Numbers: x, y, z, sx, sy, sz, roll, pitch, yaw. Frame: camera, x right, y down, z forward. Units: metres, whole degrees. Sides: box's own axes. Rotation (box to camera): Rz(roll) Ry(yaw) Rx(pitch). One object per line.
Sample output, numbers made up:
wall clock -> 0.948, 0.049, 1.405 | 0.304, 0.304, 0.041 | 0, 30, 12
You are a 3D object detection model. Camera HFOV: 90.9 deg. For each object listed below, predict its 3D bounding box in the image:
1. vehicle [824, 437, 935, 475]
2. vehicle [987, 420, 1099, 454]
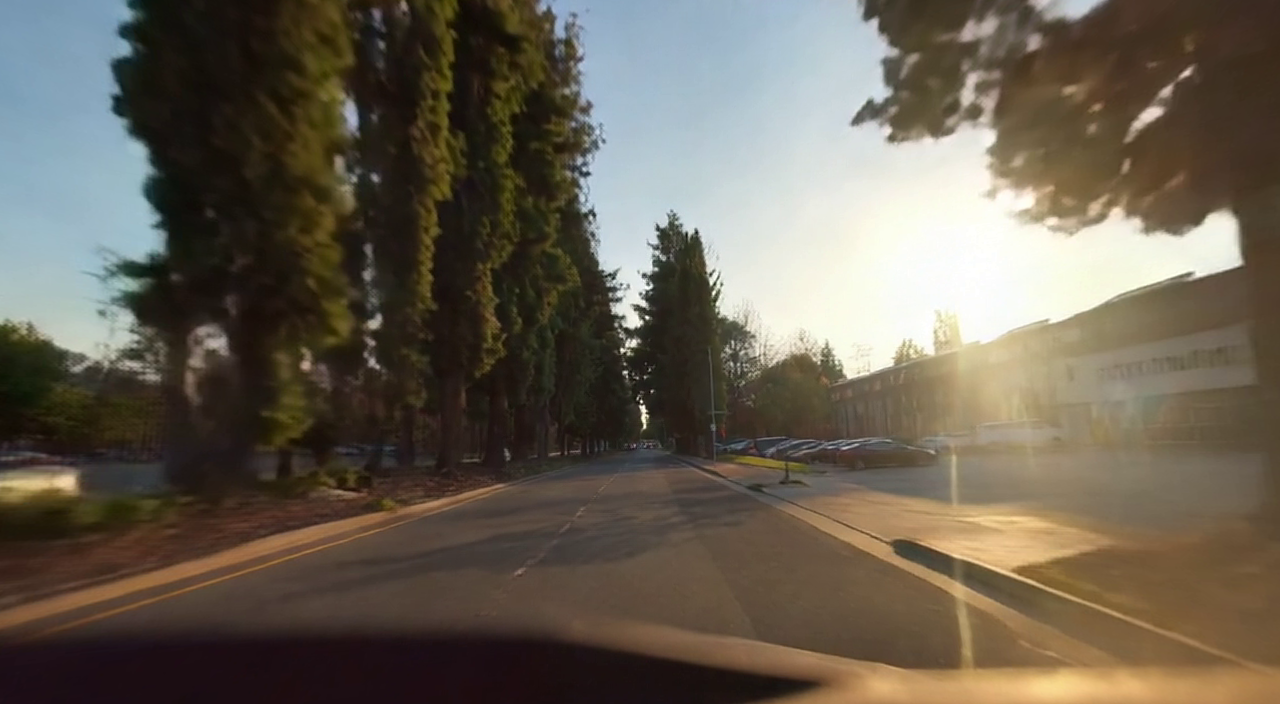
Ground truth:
vehicle -> 11.156, 4.893, 29.621 | 4.361, 1.462, 1.857 | -4, -9, 1
vehicle -> 22.720, 4.785, 35.665 | 4.759, 1.564, 2.117 | -3, -7, 0
